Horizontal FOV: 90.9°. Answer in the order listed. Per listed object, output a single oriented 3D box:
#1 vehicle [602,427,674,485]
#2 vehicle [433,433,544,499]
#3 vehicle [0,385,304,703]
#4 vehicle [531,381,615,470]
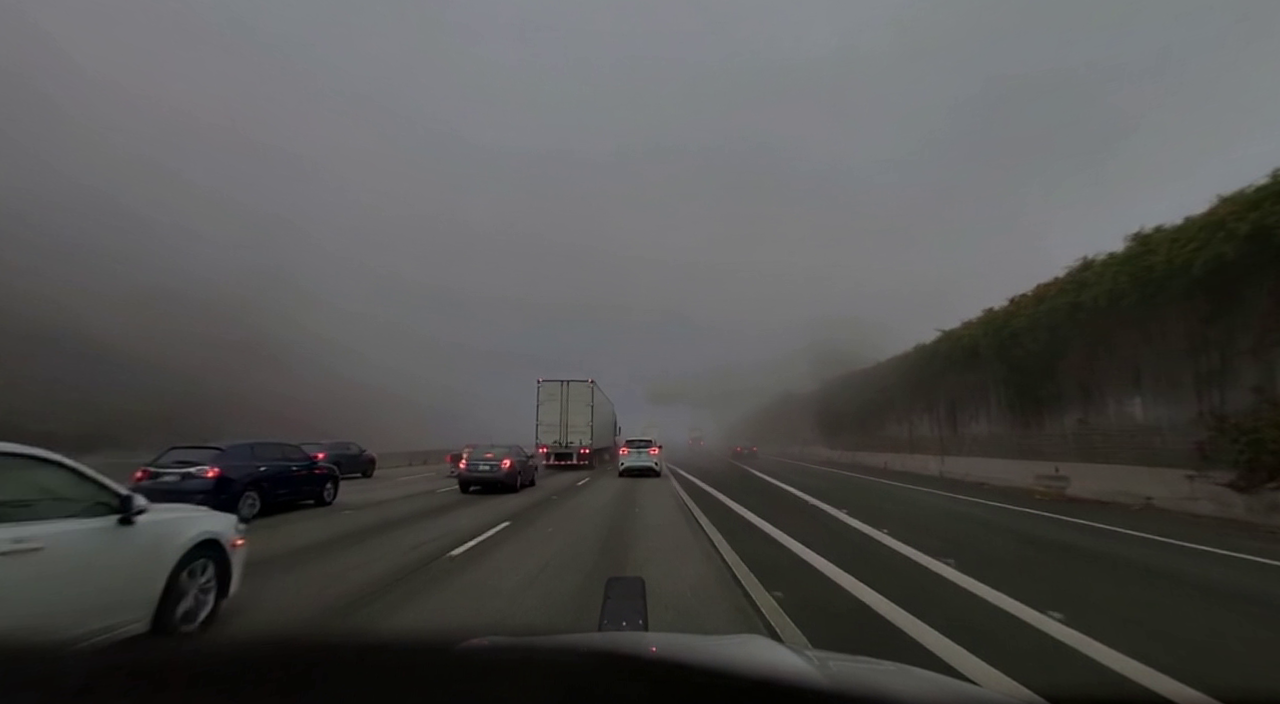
[{"bbox_3d":[-0.055,3.682,22.599,2.325,1.864,4.128,0,-8,0],"label":"vehicle"},{"bbox_3d":[-4.100,3.156,17.831,2.124,1.627,3.863,0,-8,1],"label":"vehicle"},{"bbox_3d":[-3.764,0.946,2.840,1.866,1.568,4.603,0,-8,1],"label":"vehicle"},{"bbox_3d":[-3.712,5.050,40.081,3.348,4.469,16.443,0,-9,1],"label":"vehicle"}]
